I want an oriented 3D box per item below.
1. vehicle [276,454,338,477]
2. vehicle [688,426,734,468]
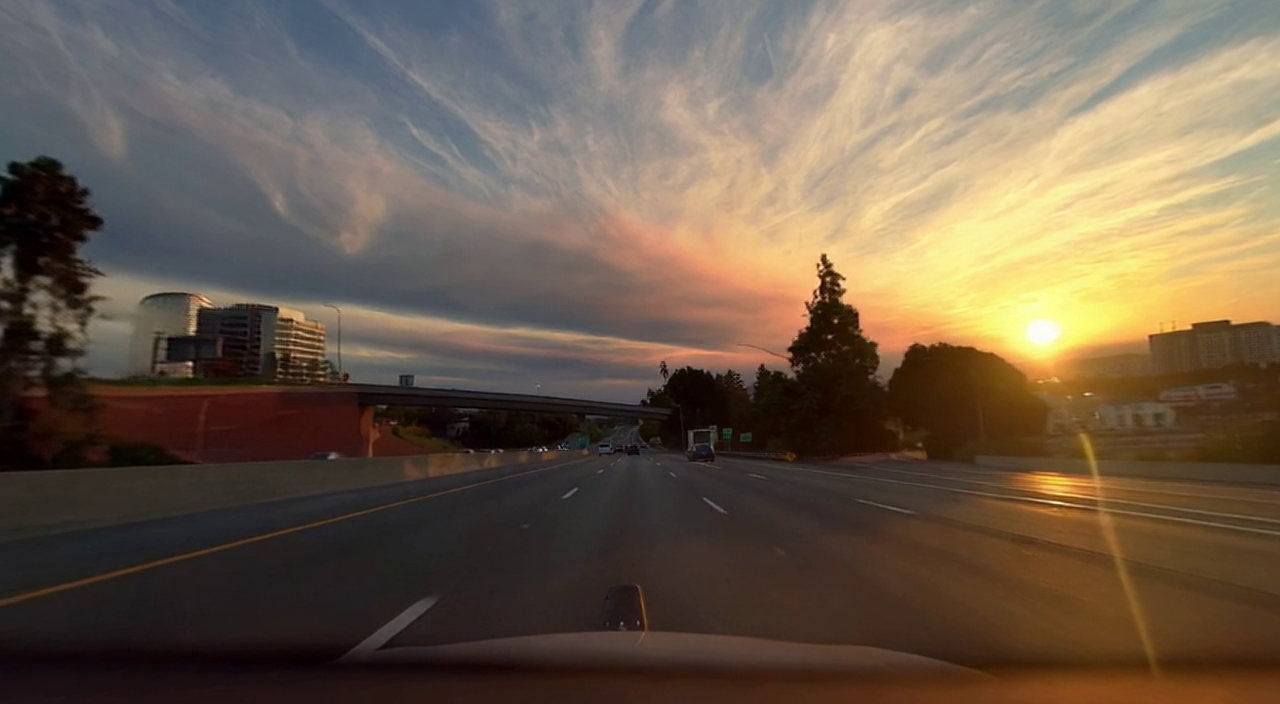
[{"bbox_3d":[-23.081,7.841,43.967,1.817,1.472,4.544,0,-9,0],"label":"vehicle"},{"bbox_3d":[4.759,6.502,43.249,2.576,2.670,5.494,0,-9,0],"label":"vehicle"}]
